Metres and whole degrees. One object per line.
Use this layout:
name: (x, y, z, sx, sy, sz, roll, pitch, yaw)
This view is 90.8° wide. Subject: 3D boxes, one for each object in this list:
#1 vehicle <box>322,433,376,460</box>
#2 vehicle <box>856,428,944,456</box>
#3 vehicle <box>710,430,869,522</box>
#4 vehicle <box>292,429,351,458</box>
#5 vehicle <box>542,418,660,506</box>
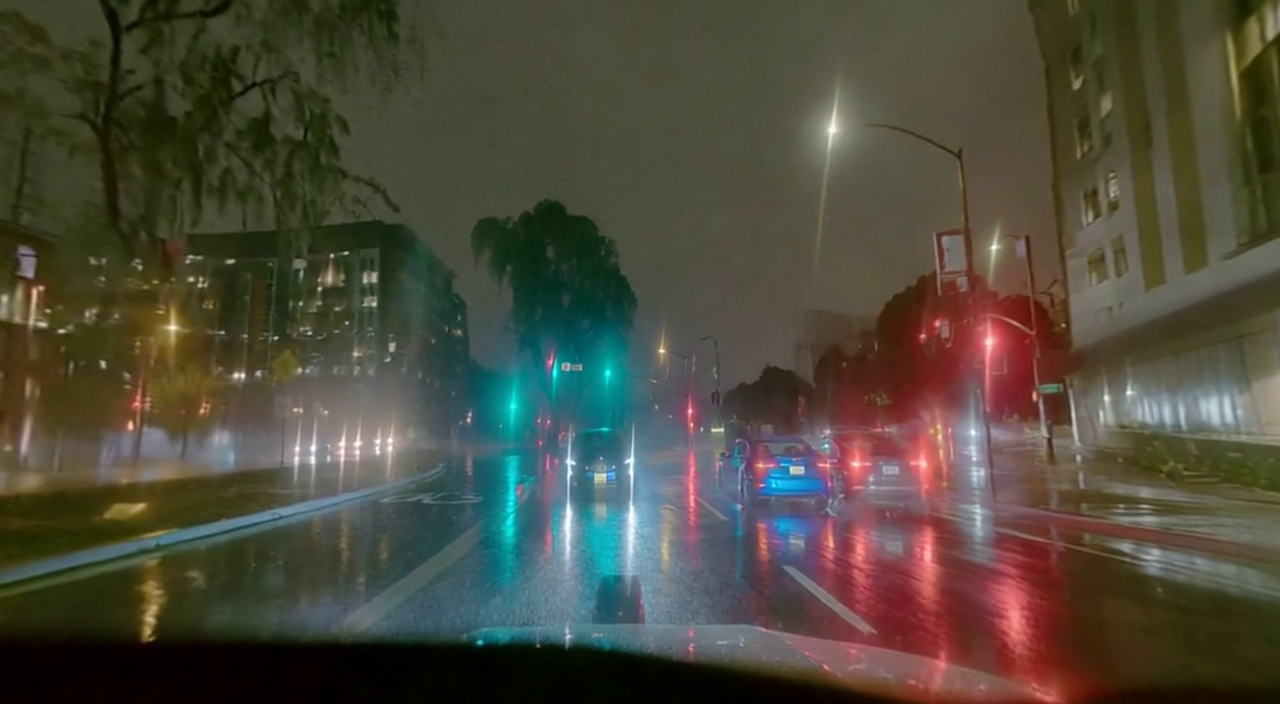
vehicle: (-20.244, 6.576, 44.158, 2.207, 1.765, 4.569, 1, -9, -10)
vehicle: (17.306, 6.053, 42.311, 5.023, 1.756, 2.001, -1, -9, 9)
vehicle: (2.719, 2.377, 12.671, 1.918, 1.479, 4.468, 0, -9, -2)
vehicle: (-24.229, 6.994, 48.390, 2.423, 1.974, 6.001, -1, -8, -11)
vehicle: (-0.902, 2.492, 14.654, 2.317, 1.713, 4.231, 1, -9, -4)
